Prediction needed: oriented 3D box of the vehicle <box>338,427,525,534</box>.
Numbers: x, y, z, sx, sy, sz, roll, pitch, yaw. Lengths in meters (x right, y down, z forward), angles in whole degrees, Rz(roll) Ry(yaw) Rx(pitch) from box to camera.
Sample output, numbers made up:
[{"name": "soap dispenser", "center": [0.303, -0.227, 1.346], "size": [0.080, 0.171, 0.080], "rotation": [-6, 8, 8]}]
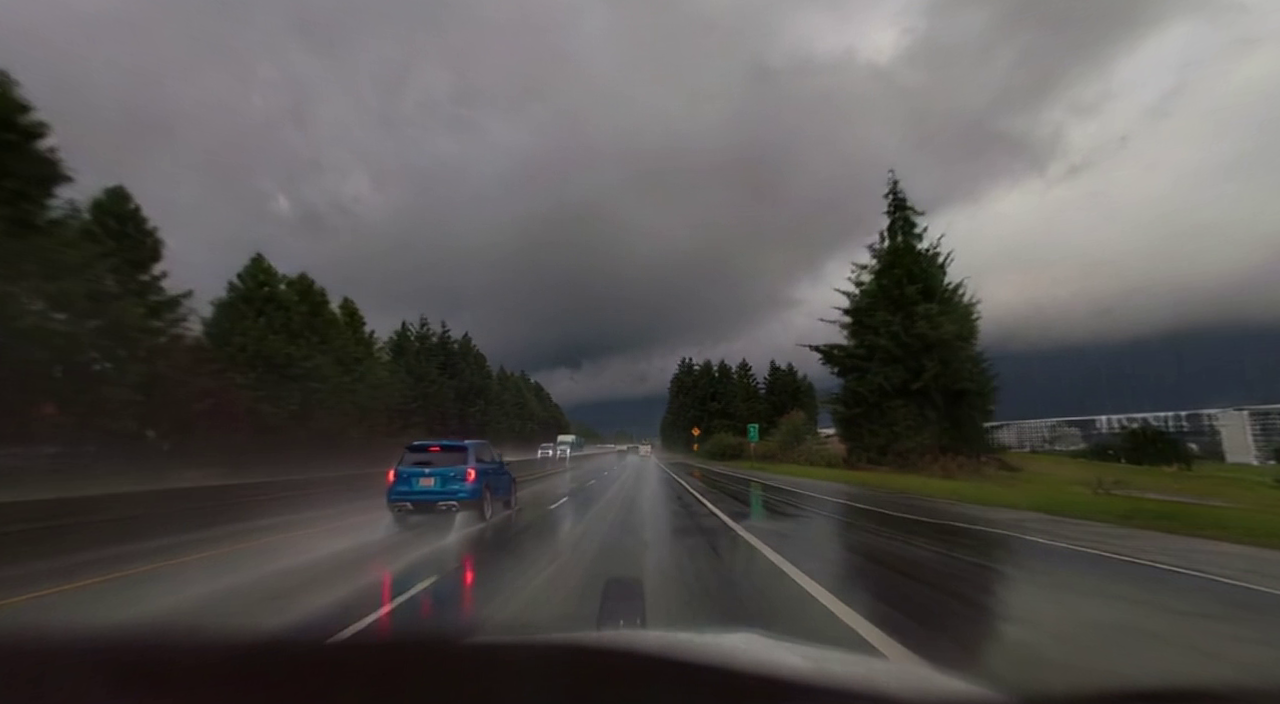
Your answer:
[{"name": "vehicle", "center": [-3.824, 2.445, 12.630], "size": [2.110, 1.727, 4.607], "rotation": [0, -9, 1]}]
